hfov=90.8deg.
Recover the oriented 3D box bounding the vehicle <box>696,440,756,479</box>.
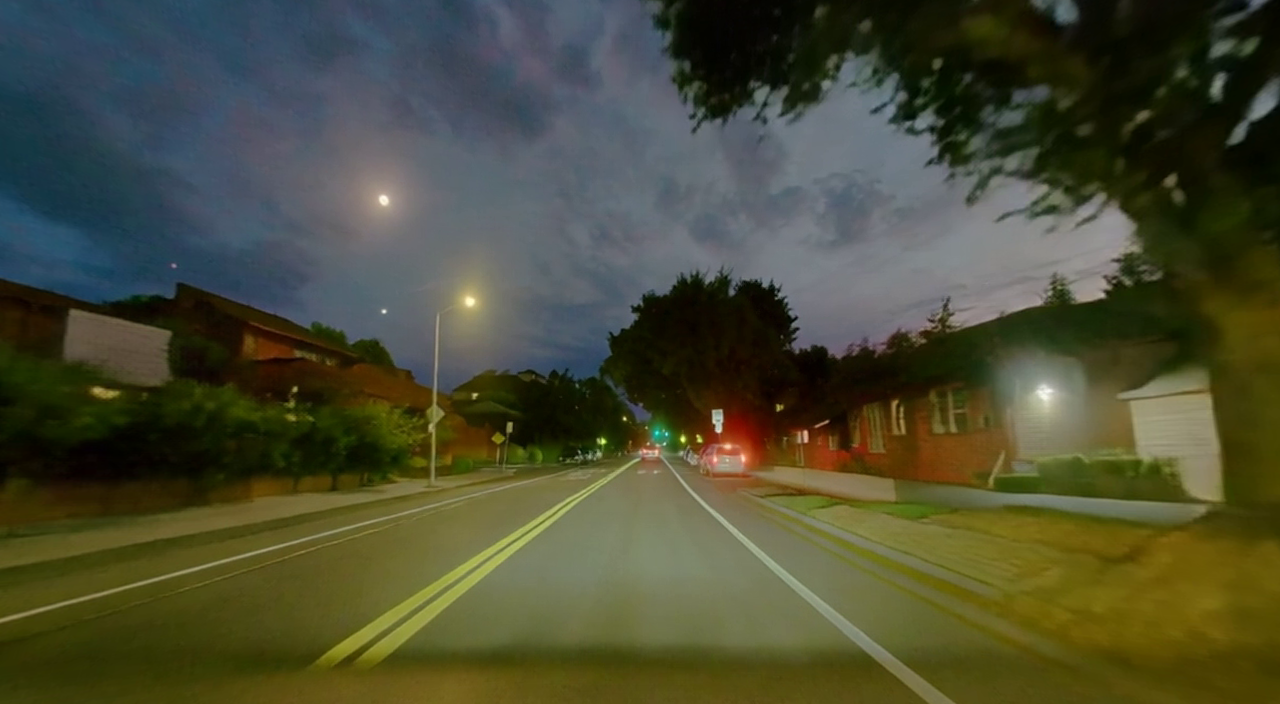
[{"bbox_3d":[4.126,5.273,31.116,1.937,1.752,4.574,1,-9,-5],"label":"vehicle"}]
